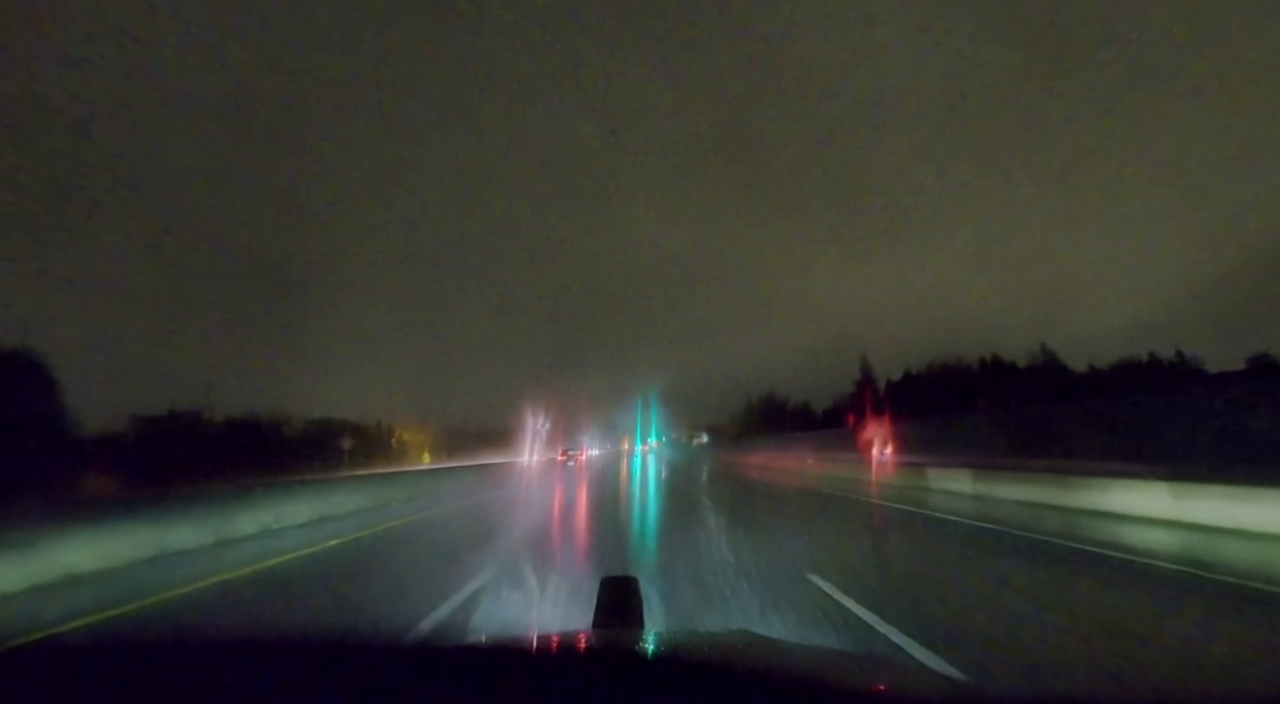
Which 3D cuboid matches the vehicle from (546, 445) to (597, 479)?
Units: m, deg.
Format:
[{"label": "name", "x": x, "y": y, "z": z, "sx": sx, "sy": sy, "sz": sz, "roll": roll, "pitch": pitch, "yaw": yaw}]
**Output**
[{"label": "vehicle", "x": -3.332, "y": 5.458, "z": 31.481, "sx": 2.100, "sy": 1.525, "sz": 4.179, "roll": 0, "pitch": -9, "yaw": 0}]
